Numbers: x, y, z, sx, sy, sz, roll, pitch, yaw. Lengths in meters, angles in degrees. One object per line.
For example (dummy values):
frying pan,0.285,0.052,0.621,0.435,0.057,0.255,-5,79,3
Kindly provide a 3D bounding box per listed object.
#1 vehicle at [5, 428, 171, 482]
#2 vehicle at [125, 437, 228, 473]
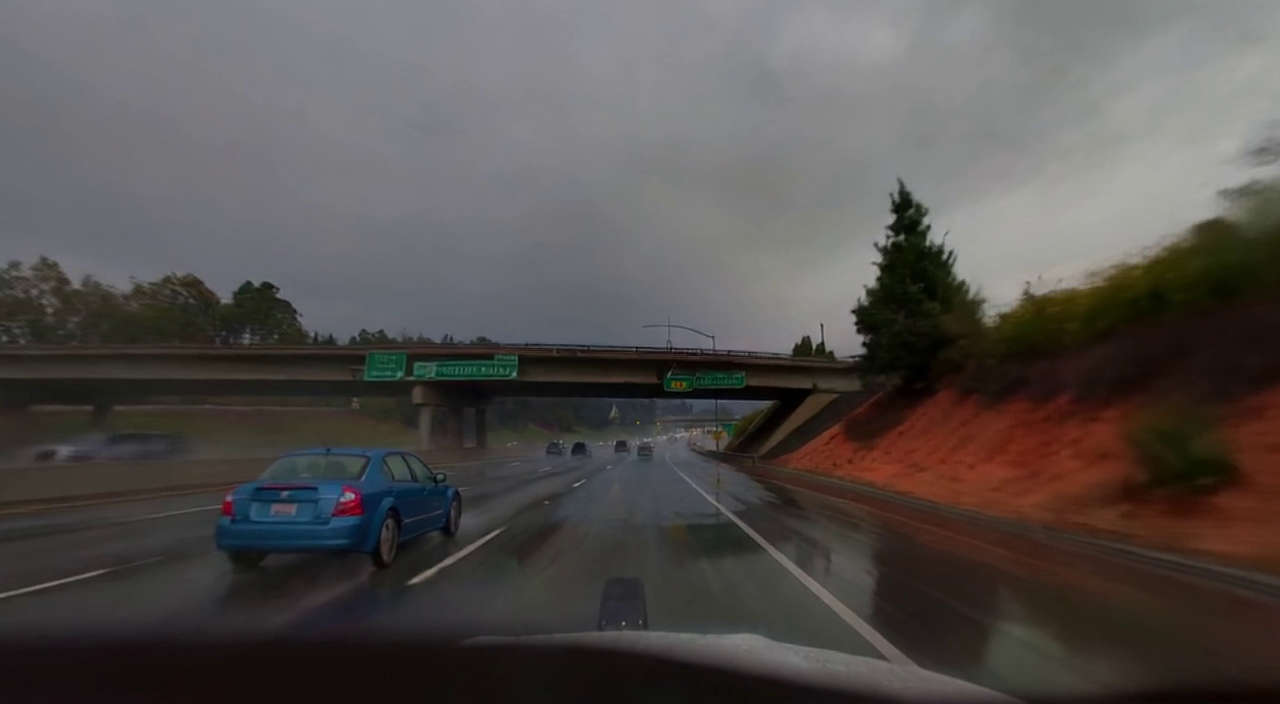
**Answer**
vehicle,-16.294,3.063,18.882,1.716,1.450,3.496,0,-8,2
vehicle,-20.680,4.602,28.336,1.727,1.517,3.665,0,-8,2
